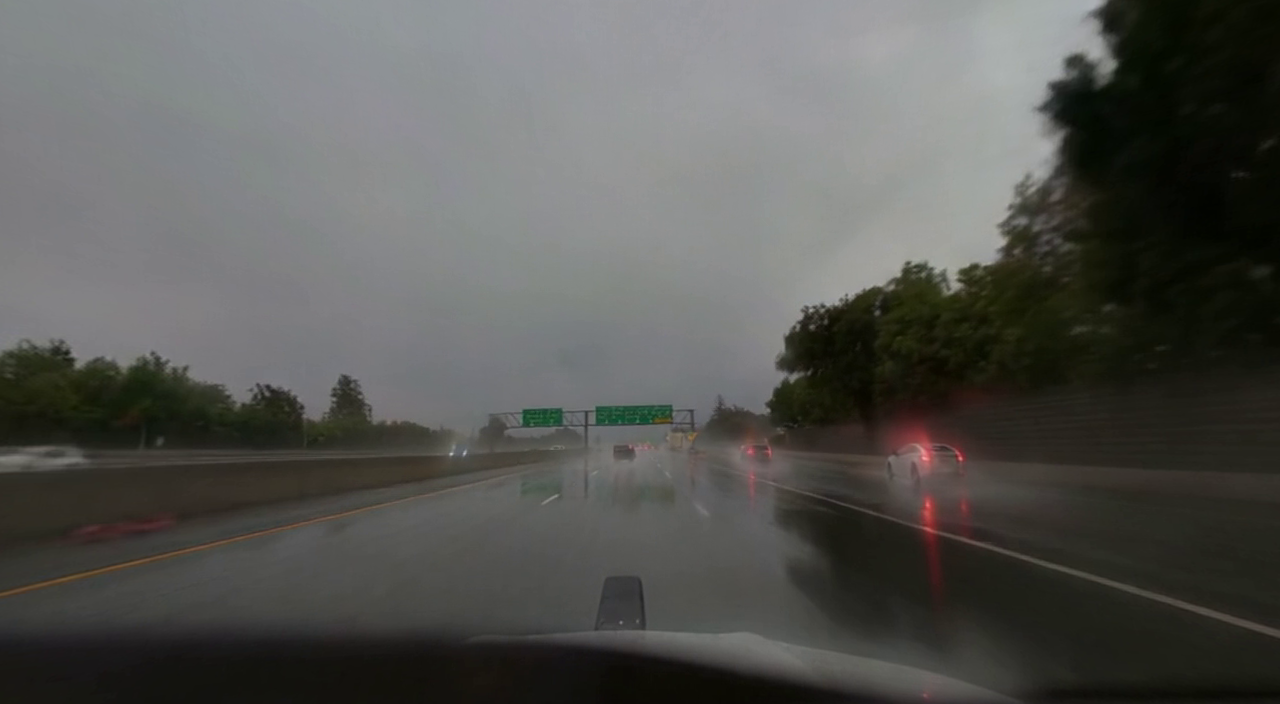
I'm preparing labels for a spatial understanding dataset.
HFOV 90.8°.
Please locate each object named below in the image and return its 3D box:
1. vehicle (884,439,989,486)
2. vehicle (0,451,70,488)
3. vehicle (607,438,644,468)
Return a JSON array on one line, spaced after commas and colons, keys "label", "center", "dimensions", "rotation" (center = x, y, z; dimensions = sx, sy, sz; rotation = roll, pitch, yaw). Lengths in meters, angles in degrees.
[{"label": "vehicle", "center": [11.399, 4.252, 24.685], "dimensions": [1.912, 1.673, 4.438], "rotation": [0, -8, -1]}, {"label": "vehicle", "center": [-25.683, 4.701, 25.481], "dimensions": [1.691, 1.395, 3.857], "rotation": [0, -8, 0]}, {"label": "vehicle", "center": [-0.855, 6.204, 38.918], "dimensions": [2.121, 1.739, 4.087], "rotation": [0, -8, -1]}]
